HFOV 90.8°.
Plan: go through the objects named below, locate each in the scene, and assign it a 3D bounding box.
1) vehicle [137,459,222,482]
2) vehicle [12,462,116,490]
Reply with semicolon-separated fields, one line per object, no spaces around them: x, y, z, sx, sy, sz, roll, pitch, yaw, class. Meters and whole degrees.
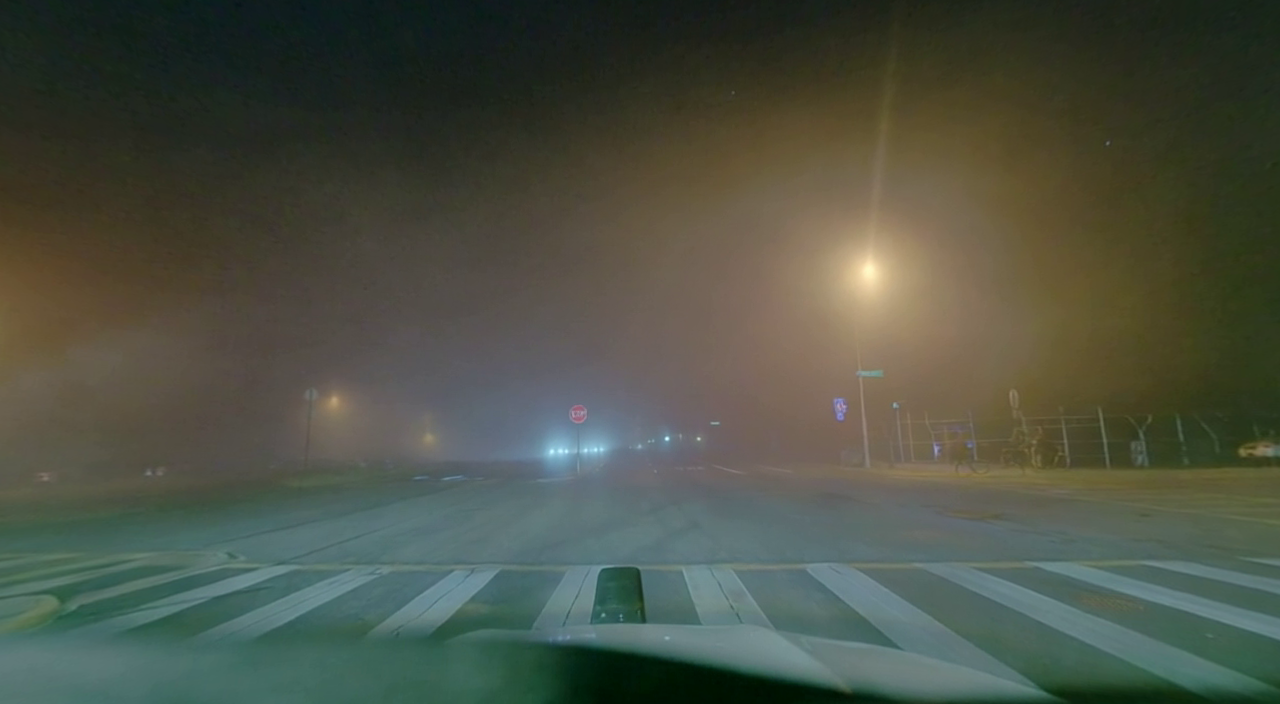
-33.654;8.641;46.271;4.569;1.558;1.903;1;-9;-5;vehicle
-34.103;7.343;37.468;4.210;1.528;1.932;0;-9;0;vehicle
